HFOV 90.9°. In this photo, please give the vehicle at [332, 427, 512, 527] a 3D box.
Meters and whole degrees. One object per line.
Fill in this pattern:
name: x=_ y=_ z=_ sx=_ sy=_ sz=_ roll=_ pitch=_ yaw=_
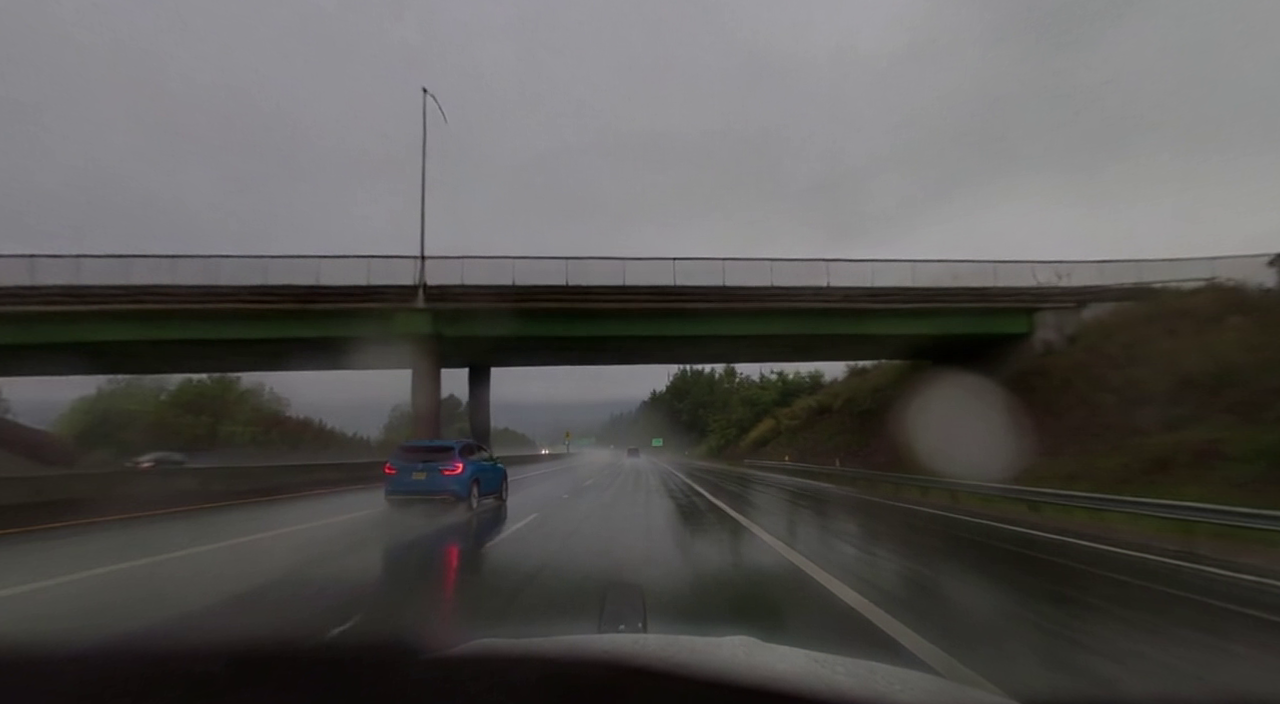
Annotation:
vehicle: x=-4.388 y=2.605 z=13.708 sx=2.221 sy=1.750 sz=4.706 roll=0 pitch=-9 yaw=0
